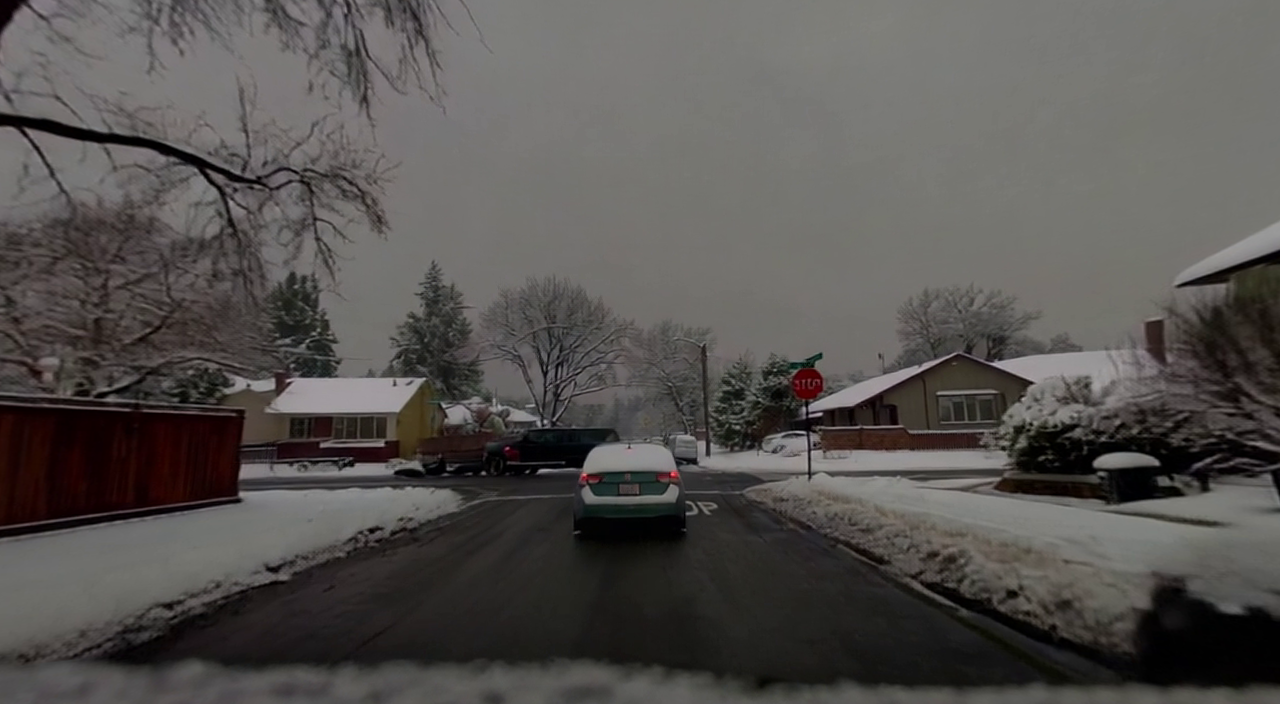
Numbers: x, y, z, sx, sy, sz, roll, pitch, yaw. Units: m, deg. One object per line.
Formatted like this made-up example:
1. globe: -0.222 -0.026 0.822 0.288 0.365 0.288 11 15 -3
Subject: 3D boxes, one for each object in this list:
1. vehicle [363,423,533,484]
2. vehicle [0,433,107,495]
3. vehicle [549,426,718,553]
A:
1. vehicle: -7.349 3.850 23.931 6.308 2.057 2.353 -5 -10 28
2. vehicle: -20.810 3.727 20.680 4.603 1.858 2.191 -3 -8 2
3. vehicle: -0.084 1.959 9.627 2.010 1.499 4.107 0 -9 0
